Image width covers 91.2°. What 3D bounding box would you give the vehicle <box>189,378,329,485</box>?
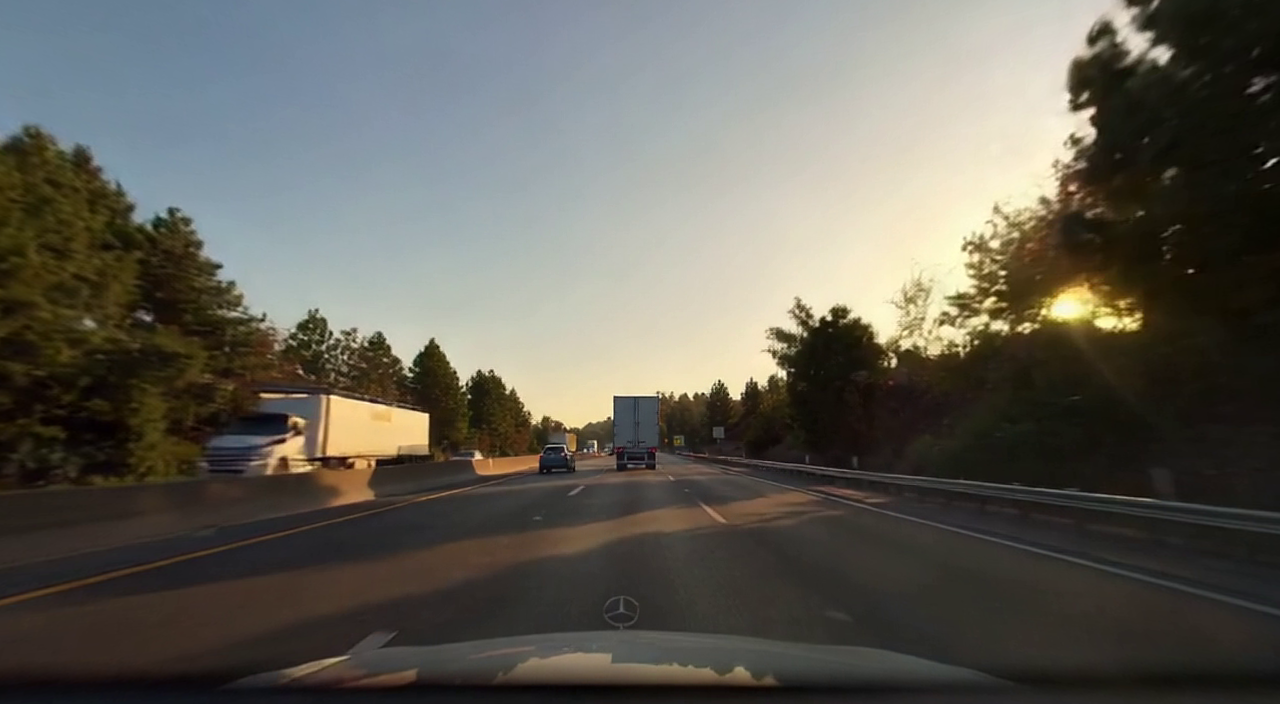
[{"bbox_3d":[-14.909,3.197,24.928,2.869,3.906,3.898,0,-9,0],"label":"vehicle"}]

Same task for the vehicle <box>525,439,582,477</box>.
[{"bbox_3d":[-4.030,5.016,29.757,2.112,1.645,4.129,0,-9,0],"label":"vehicle"}]

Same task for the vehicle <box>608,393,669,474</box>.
[{"bbox_3d":[-0.106,4.949,37.132,3.100,4.091,10.664,0,-9,0],"label":"vehicle"}]

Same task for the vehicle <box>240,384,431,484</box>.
[{"bbox_3d":[-14.938,4.476,33.011,2.929,4.123,14.002,0,-9,1],"label":"vehicle"}]
